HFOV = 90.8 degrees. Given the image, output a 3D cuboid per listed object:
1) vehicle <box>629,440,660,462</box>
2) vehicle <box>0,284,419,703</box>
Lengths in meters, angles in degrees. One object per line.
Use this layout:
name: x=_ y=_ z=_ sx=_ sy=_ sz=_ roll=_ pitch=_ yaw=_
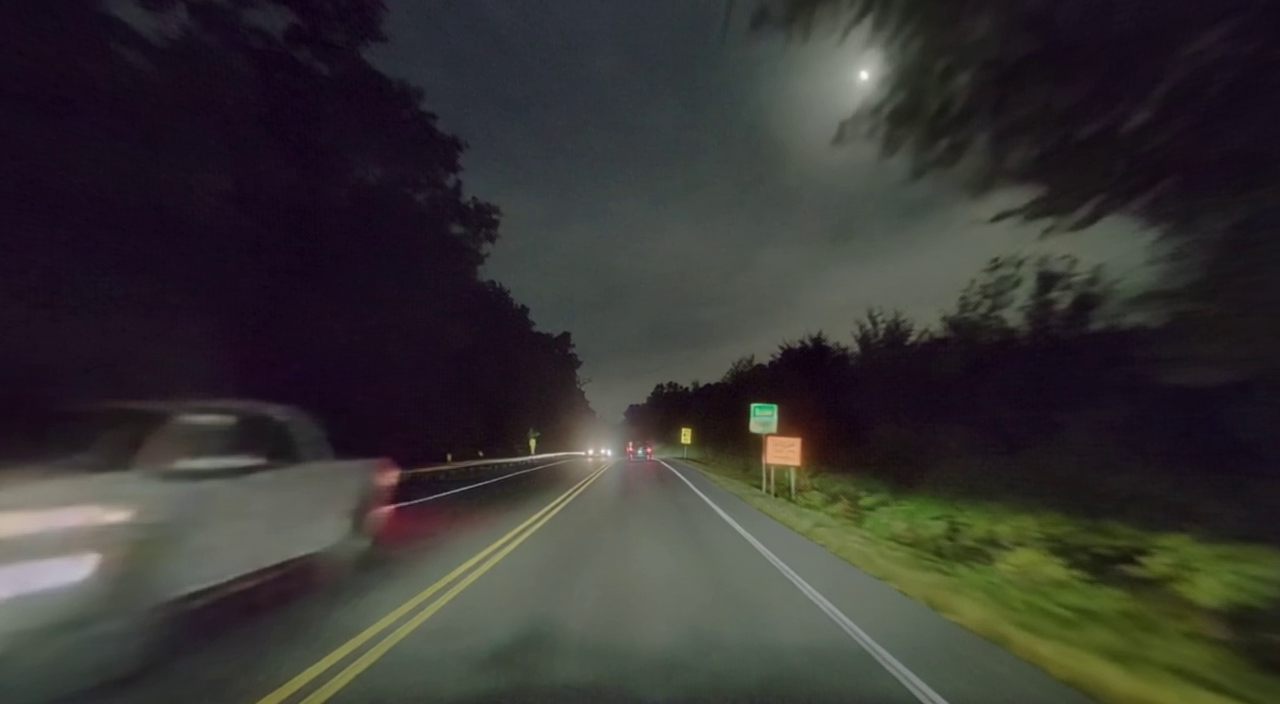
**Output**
vehicle: x=0.302 y=6.955 z=44.353 sx=2.067 sy=1.486 sz=3.861 roll=0 pitch=-9 yaw=0
vehicle: x=-3.987 y=1.096 z=4.871 sx=2.441 sy=2.113 sz=5.738 roll=0 pitch=-9 yaw=0
